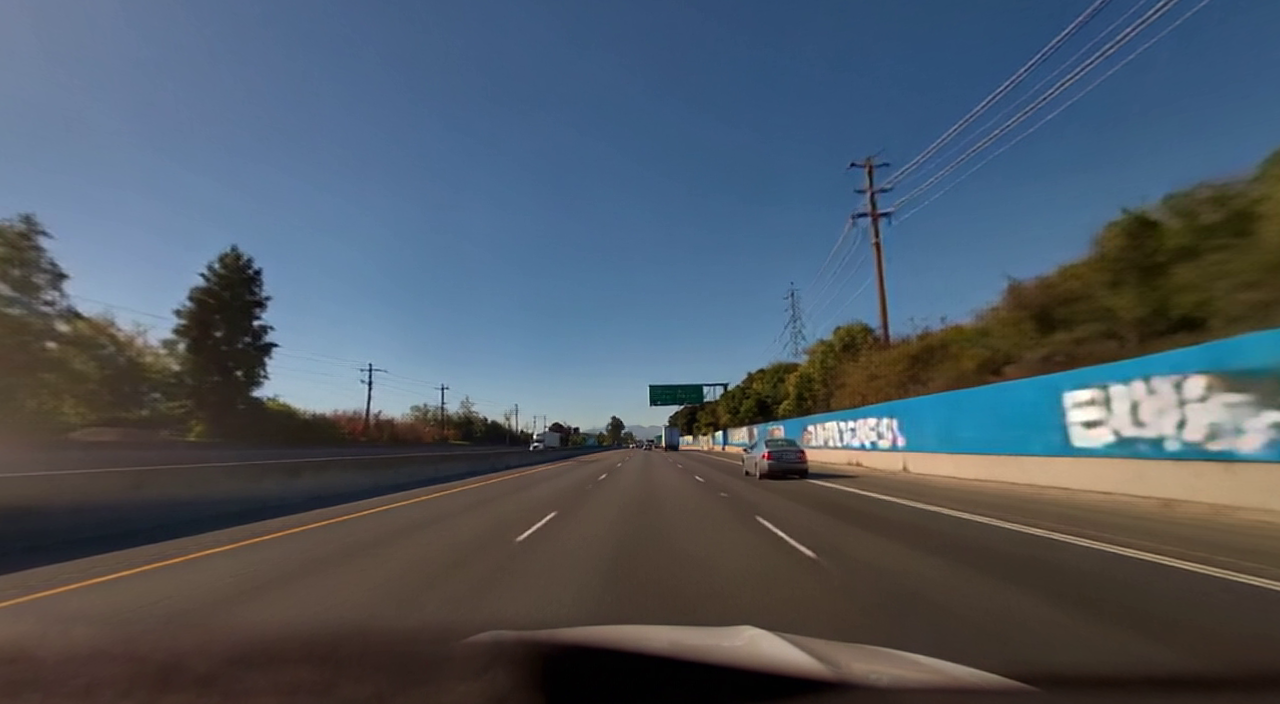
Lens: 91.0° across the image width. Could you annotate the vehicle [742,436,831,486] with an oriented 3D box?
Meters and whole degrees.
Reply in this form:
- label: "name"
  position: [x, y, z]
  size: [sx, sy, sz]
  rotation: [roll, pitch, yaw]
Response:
- label: "vehicle"
  position: [4.796, 3.609, 21.147]
  size: [1.991, 1.494, 3.951]
  rotation: [0, -8, -1]
